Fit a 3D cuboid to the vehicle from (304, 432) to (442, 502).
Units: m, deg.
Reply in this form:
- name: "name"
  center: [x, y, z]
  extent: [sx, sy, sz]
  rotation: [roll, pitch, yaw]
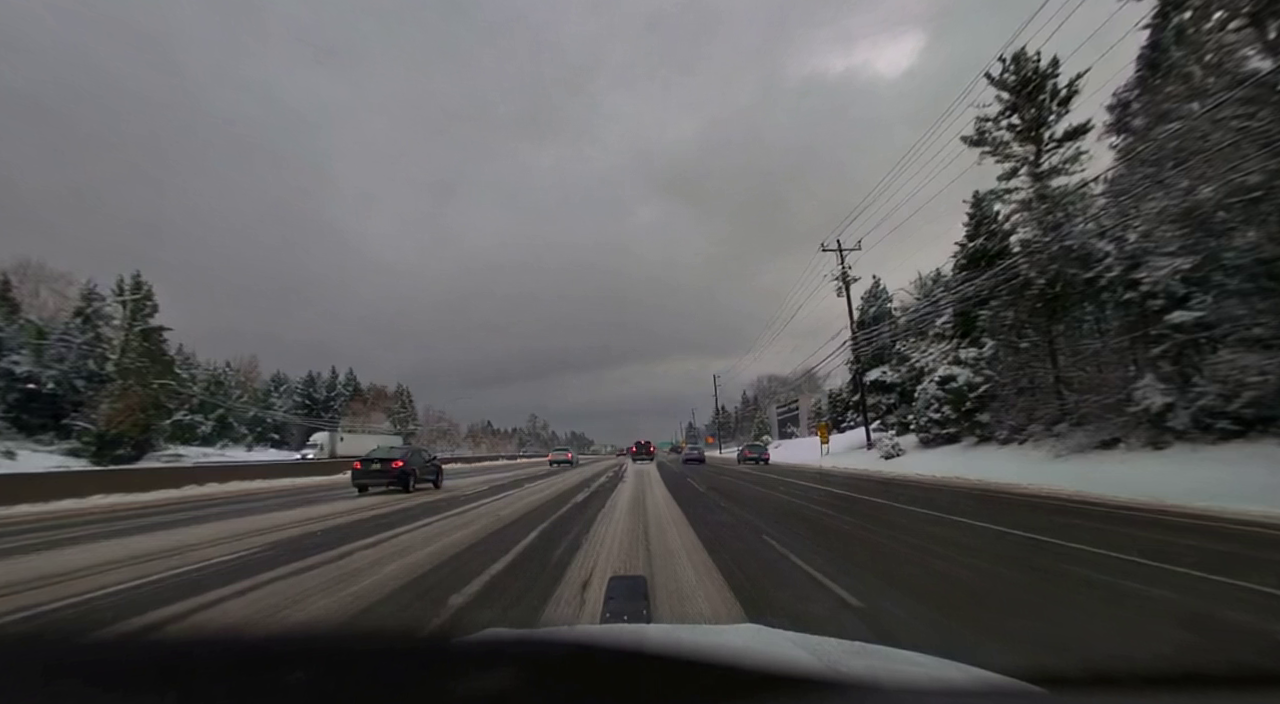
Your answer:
- name: "vehicle"
  center: [-7.418, 3.238, 18.117]
  extent: [2.007, 1.732, 4.395]
  rotation: [0, -9, 0]

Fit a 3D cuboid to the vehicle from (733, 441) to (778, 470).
- name: "vehicle"
  center: [7.313, 6.569, 40.290]
  extent: [1.937, 1.698, 4.322]
  rotation: [0, -8, -1]

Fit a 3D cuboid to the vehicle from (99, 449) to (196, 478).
- name: "vehicle"
  center: [-29.803, 6.748, 38.339]
  extent: [2.020, 1.591, 4.741]
  rotation: [0, -9, 1]

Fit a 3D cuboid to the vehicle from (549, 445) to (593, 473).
- name: "vehicle"
  center: [-3.832, 6.021, 35.632]
  extent: [1.979, 1.469, 4.378]
  rotation: [0, -8, 1]

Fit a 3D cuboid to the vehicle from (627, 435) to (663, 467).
- name: "vehicle"
  center: [0.319, 7.528, 48.083]
  extent: [2.622, 2.208, 5.320]
  rotation: [0, -8, -1]

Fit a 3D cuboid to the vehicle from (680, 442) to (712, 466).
- name: "vehicle"
  center: [4.127, 7.618, 47.116]
  extent: [1.996, 1.710, 4.256]
  rotation: [0, -9, 0]
